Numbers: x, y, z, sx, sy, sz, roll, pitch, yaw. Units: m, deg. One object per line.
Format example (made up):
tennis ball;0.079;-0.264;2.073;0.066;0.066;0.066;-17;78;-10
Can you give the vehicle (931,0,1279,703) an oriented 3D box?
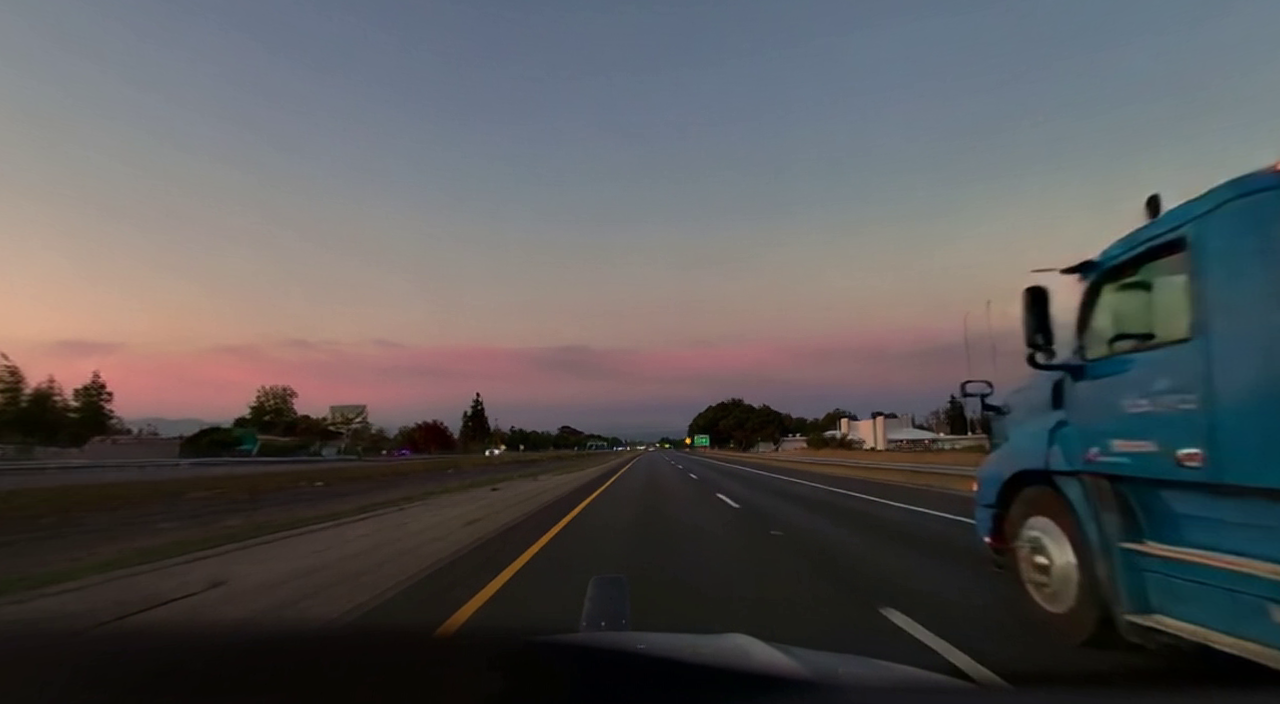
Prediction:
vehicle;3.955;-0.138;0.172;3.342;2.931;9.266;0;-9;0
